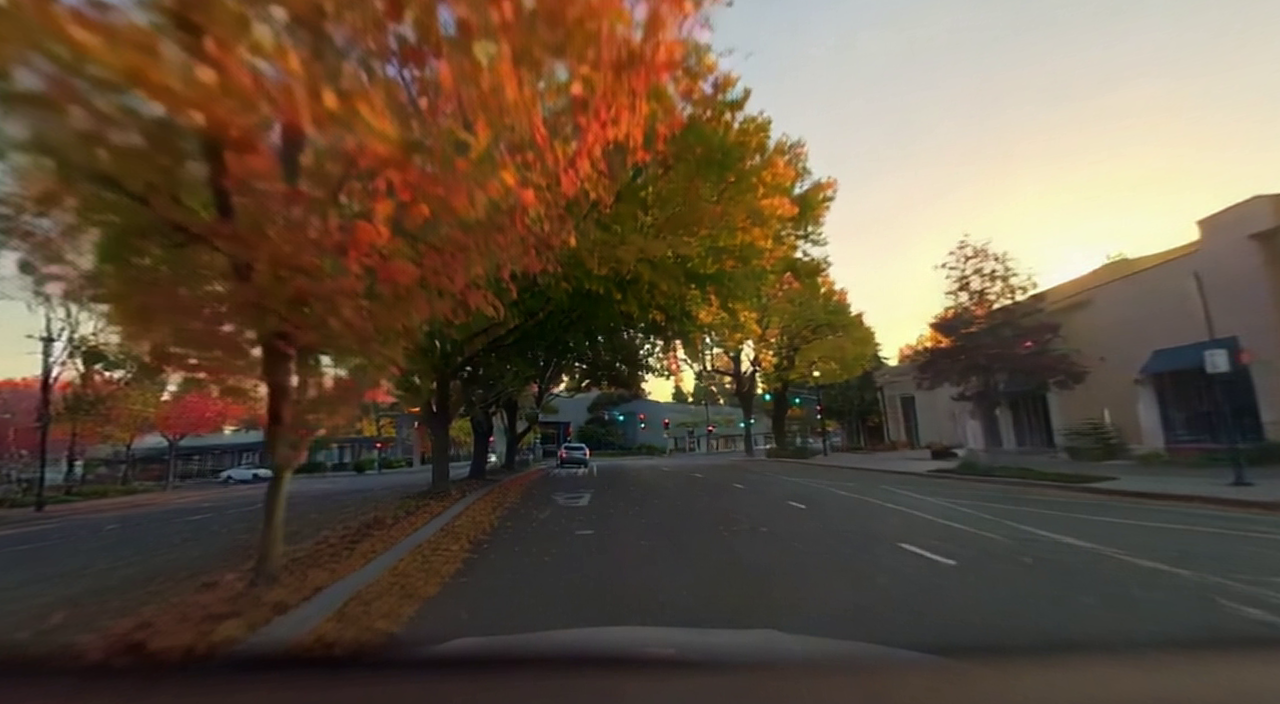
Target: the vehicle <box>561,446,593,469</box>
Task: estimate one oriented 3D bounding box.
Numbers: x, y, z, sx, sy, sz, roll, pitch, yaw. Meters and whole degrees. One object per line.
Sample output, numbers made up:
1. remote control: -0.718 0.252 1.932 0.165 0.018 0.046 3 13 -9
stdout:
1. vehicle: -4.237 7.160 42.976 2.018 1.512 4.304 1 -9 -4
